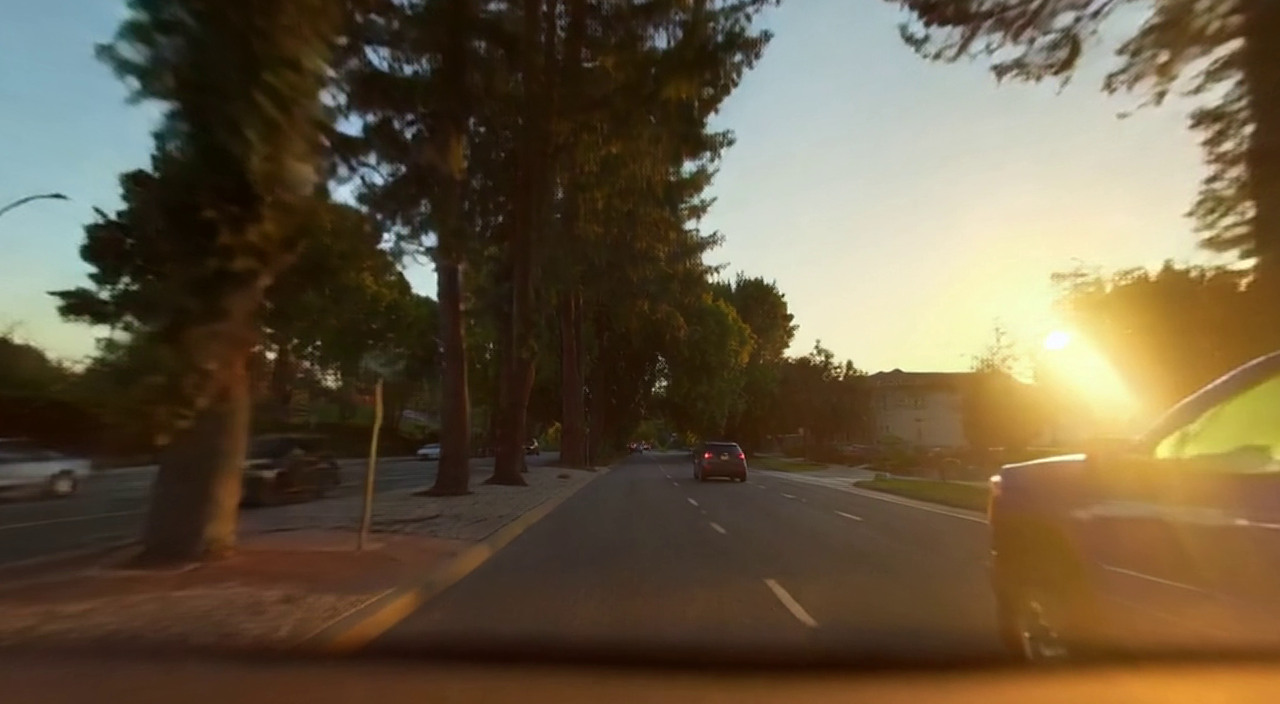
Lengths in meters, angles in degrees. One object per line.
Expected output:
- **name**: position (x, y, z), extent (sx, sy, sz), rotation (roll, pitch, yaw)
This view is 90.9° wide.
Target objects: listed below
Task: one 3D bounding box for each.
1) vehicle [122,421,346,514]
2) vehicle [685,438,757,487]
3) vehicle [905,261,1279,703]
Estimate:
- **vehicle**: position (-8.582, 2.480, 13.936), extent (2.070, 1.703, 4.301), rotation (0, -8, 0)
- **vehicle**: position (3.012, 4.209, 24.392), extent (2.108, 1.712, 4.616), rotation (0, -8, -1)
- **vehicle**: position (3.144, 0.660, 1.481), extent (2.553, 1.942, 5.679), rotation (0, -8, 0)
